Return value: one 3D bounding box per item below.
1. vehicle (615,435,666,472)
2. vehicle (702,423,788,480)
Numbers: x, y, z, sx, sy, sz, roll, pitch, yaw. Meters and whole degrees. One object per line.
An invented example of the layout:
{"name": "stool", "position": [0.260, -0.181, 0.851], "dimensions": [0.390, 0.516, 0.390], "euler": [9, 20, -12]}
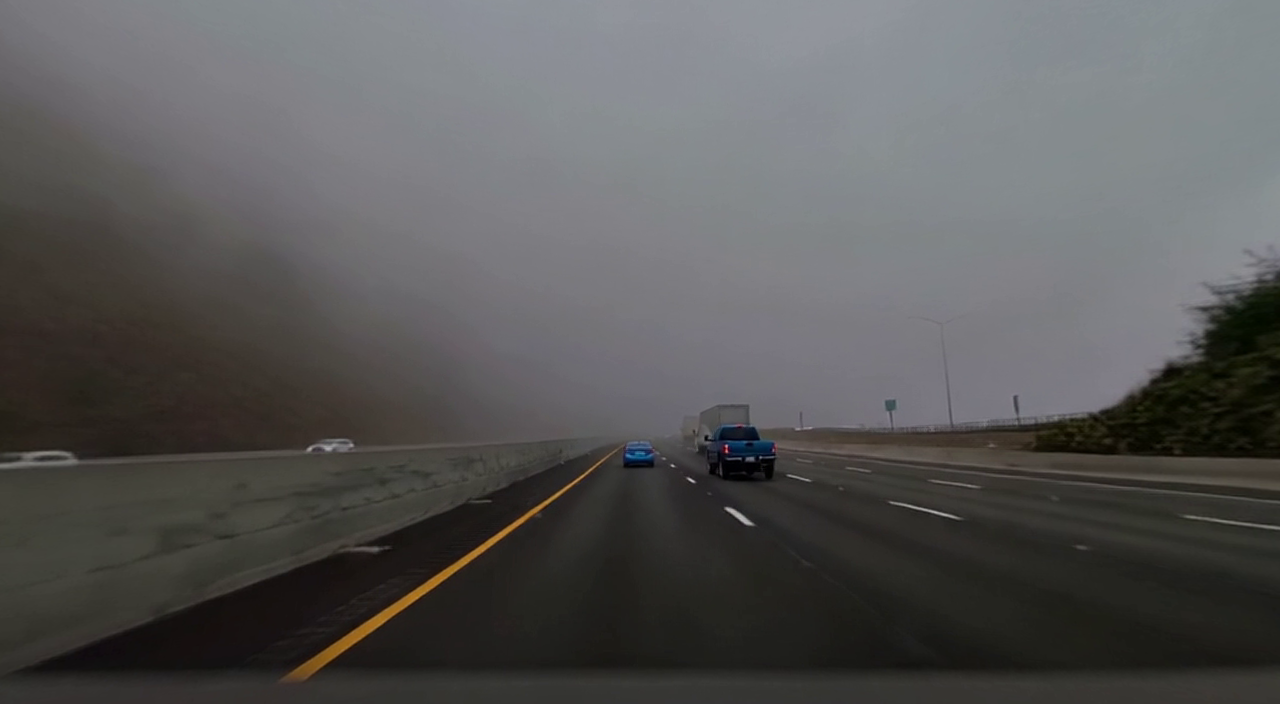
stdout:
{"name": "vehicle", "position": [-0.008, 4.404, 27.667], "dimensions": [2.083, 1.477, 3.965], "euler": [0, -8, -1]}
{"name": "vehicle", "position": [3.553, 3.490, 22.348], "dimensions": [2.098, 1.794, 4.561], "euler": [0, -9, -2]}
